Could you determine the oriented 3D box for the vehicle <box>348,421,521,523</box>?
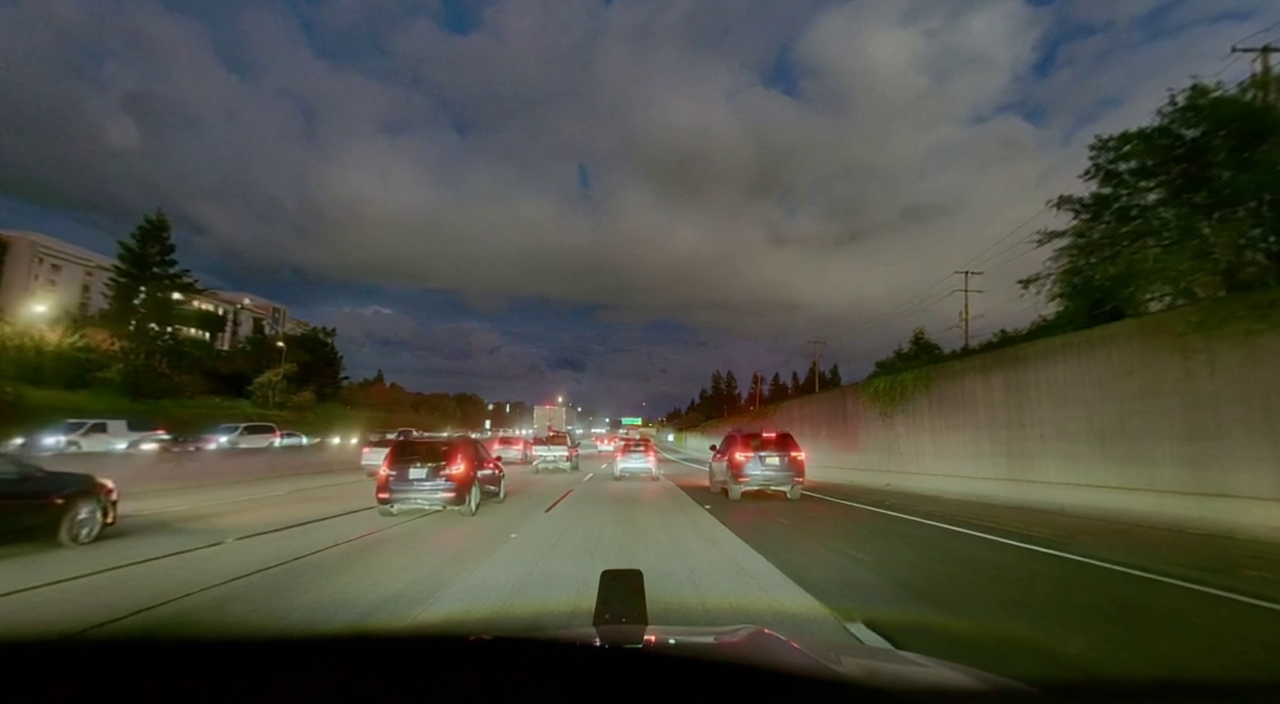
[{"bbox_3d":[-3.931,2.379,13.037,2.026,1.719,4.490,0,-8,0],"label":"vehicle"}]

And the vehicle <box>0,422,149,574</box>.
[{"bbox_3d":[-7.533,1.421,5.933,1.985,1.529,4.710,0,-8,1],"label":"vehicle"}]

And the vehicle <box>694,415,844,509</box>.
[{"bbox_3d":[3.225,2.953,17.462,2.793,2.132,5.682,0,-8,-1],"label":"vehicle"}]

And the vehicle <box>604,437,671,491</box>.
[{"bbox_3d":[-0.053,3.822,21.848,2.092,1.671,3.889,0,-8,1],"label":"vehicle"}]

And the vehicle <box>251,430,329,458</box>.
[{"bbox_3d":[-20.738,5.489,37.578,2.070,1.583,4.541,0,-8,0],"label":"vehicle"}]

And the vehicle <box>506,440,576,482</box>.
[{"bbox_3d":[-3.909,4.410,25.836,2.049,1.530,4.707,0,-8,1],"label":"vehicle"}]
